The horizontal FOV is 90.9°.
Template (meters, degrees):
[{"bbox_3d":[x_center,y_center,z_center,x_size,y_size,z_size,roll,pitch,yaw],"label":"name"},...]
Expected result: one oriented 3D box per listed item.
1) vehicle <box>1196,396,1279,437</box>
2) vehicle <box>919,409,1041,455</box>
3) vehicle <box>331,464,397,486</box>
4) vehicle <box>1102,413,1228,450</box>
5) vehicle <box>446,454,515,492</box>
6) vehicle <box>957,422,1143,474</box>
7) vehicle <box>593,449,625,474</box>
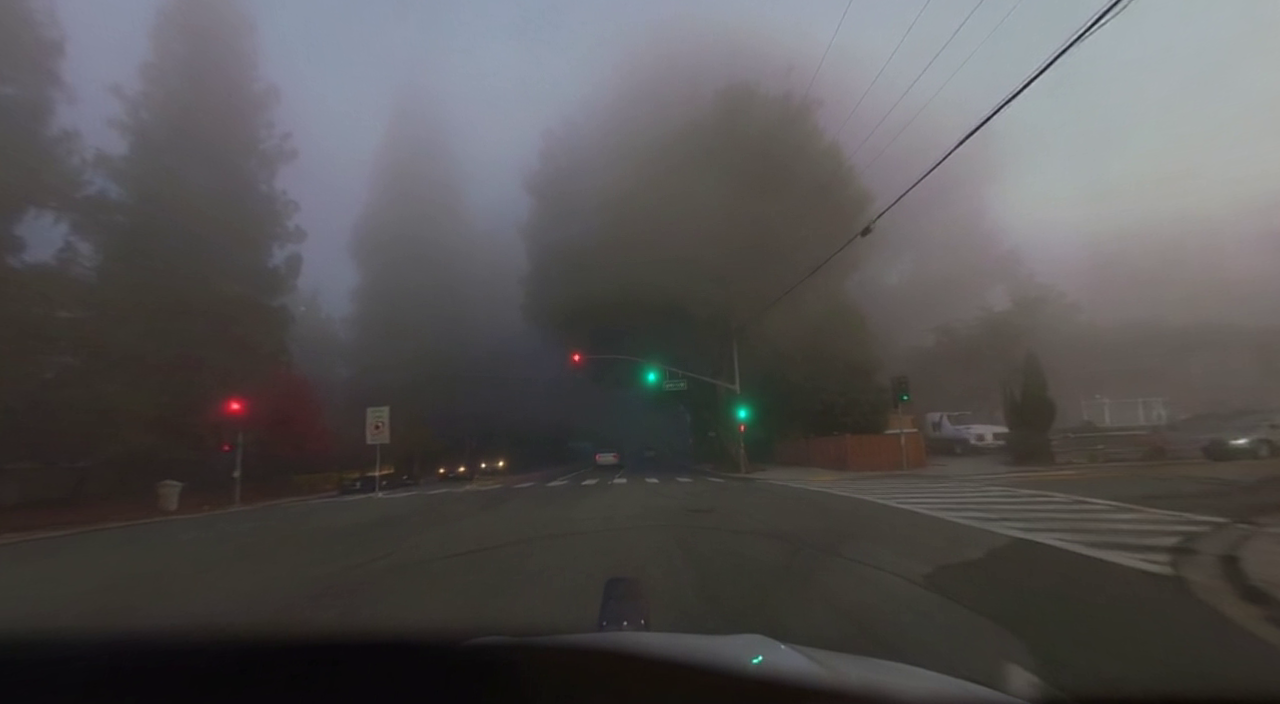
[{"bbox_3d":[32.079,3.428,32.858,2.062,1.859,4.246,0,-9,-2],"label":"vehicle"},{"bbox_3d":[16.574,3.956,30.941,4.656,2.065,2.129,-2,-9,2],"label":"vehicle"},{"bbox_3d":[-19.455,8.647,44.506,3.819,1.403,1.812,-1,-9,-1],"label":"vehicle"},{"bbox_3d":[25.705,3.874,31.121,1.833,1.486,4.890,-4,-5,-3],"label":"vehicle"},{"bbox_3d":[-7.541,5.737,30.284,2.122,1.602,4.369,-1,-9,1],"label":"vehicle"},{"bbox_3d":[13.095,3.103,20.325,4.665,1.498,1.866,-1,-9,-3],"label":"vehicle"},{"bbox_3d":[-2.314,8.183,47.411,2.084,1.701,4.734,-1,-9,1],"label":"vehicle"}]
